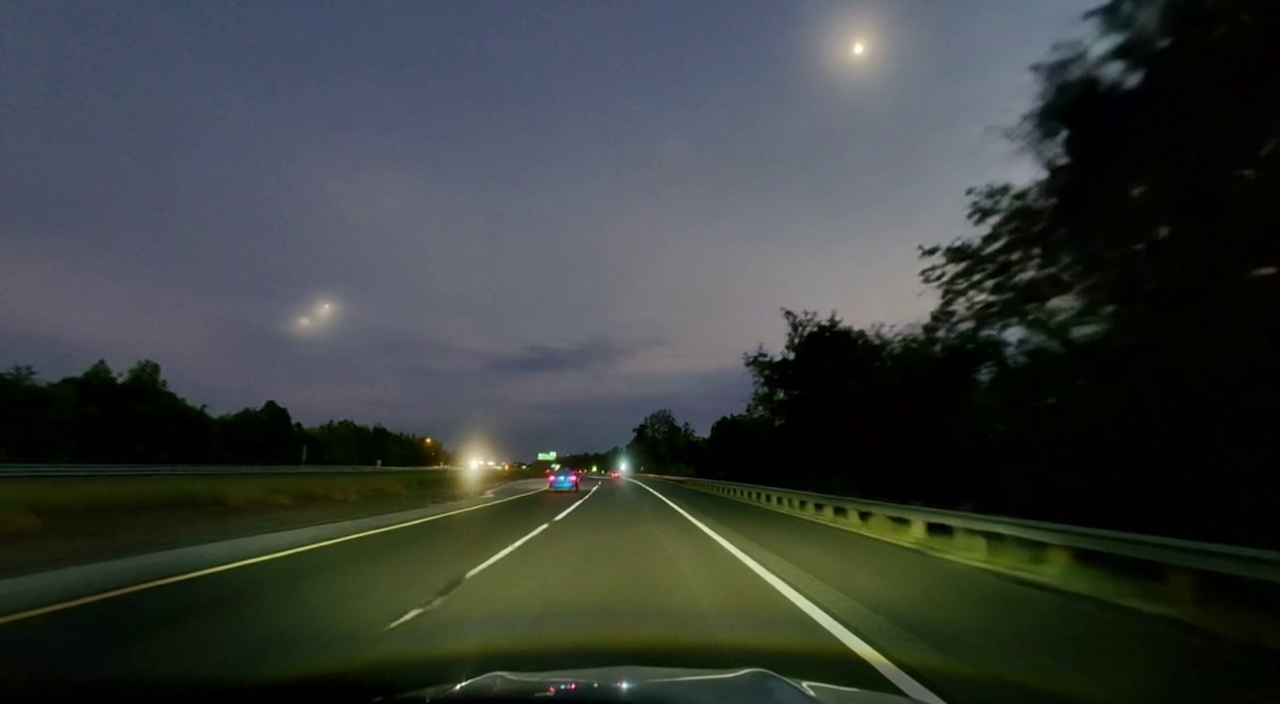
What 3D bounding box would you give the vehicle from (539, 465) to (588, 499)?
[{"bbox_3d":[-3.773,6.539,31.833,1.967,1.556,4.364,1,-11,-1],"label":"vehicle"}]
